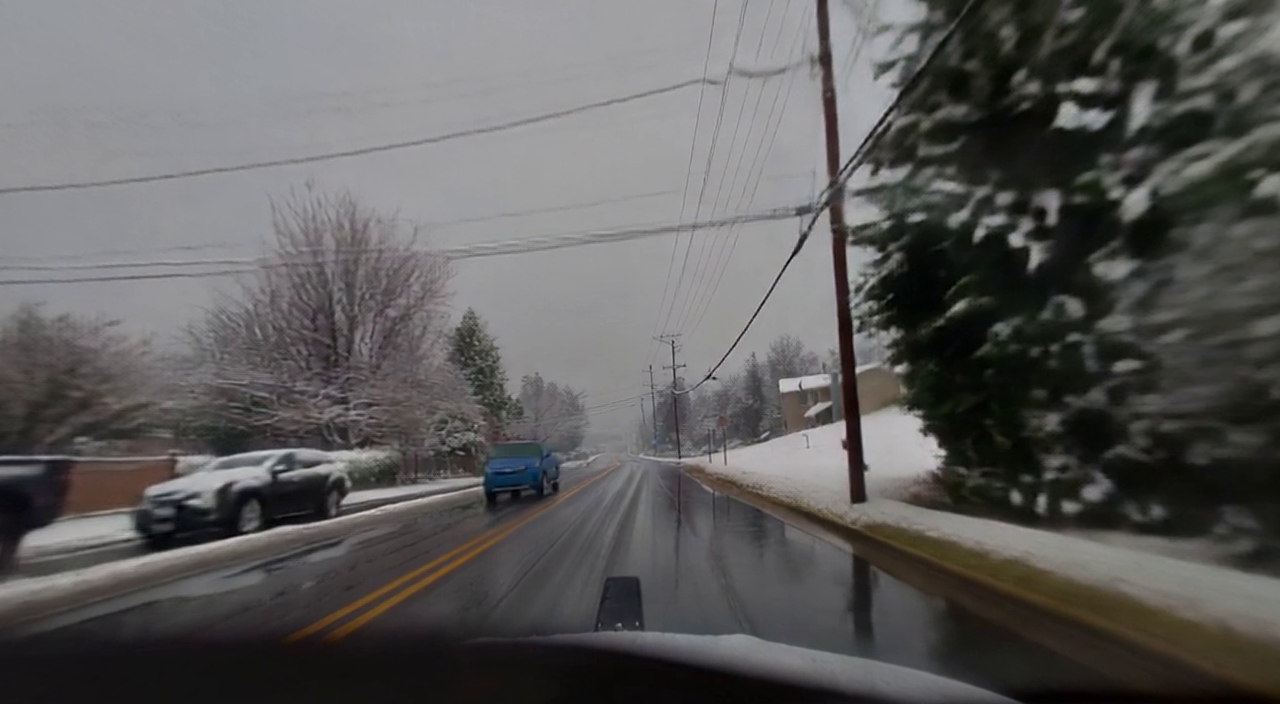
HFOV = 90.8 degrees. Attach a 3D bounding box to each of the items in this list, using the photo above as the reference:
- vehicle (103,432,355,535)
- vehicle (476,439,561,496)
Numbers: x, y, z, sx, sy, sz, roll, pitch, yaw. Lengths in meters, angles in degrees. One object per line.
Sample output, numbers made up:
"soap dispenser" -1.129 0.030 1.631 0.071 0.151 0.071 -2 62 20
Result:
"vehicle" -7.690 2.571 12.533 1.940 1.514 4.544 -4 -11 0
"vehicle" -4.038 3.909 21.840 2.109 1.738 4.405 0 -8 -1
